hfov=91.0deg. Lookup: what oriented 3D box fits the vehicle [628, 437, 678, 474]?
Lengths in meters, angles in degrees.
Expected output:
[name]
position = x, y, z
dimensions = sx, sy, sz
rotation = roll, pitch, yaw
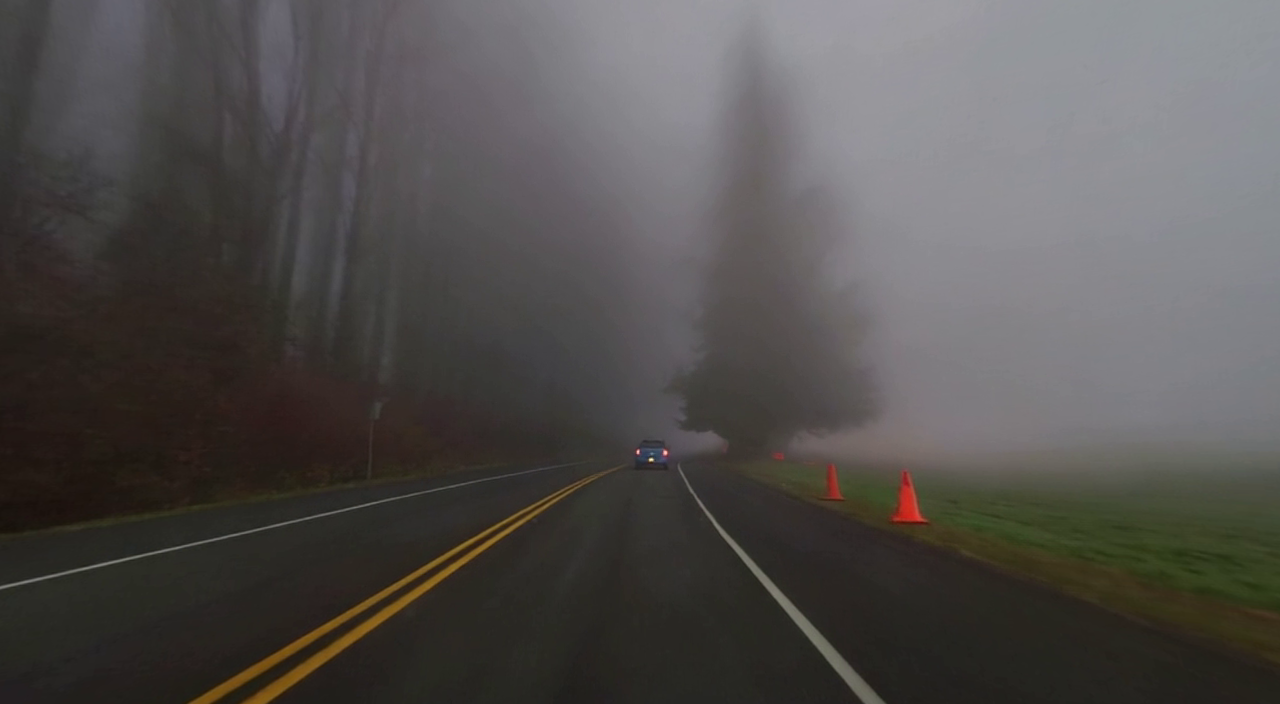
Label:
[vehicle]
position = 0.610, 4.543, 27.844
dimensions = 2.042, 1.489, 3.963
rotation = -1, -8, 2
